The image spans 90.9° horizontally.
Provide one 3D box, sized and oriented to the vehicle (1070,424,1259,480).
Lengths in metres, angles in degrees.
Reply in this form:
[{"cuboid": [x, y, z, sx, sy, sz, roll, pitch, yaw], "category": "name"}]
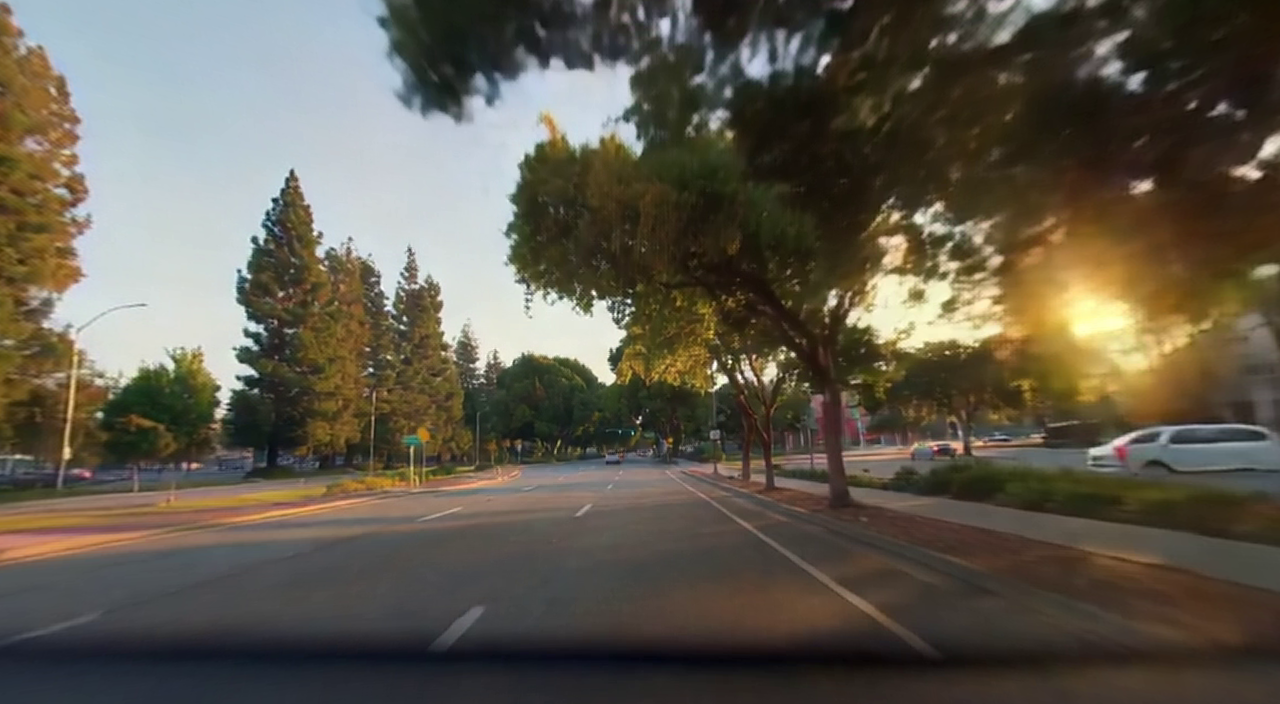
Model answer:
[{"cuboid": [14.119, 2.723, 17.147, 3.641, 1.408, 1.584, 0, -9, 1], "category": "vehicle"}]
